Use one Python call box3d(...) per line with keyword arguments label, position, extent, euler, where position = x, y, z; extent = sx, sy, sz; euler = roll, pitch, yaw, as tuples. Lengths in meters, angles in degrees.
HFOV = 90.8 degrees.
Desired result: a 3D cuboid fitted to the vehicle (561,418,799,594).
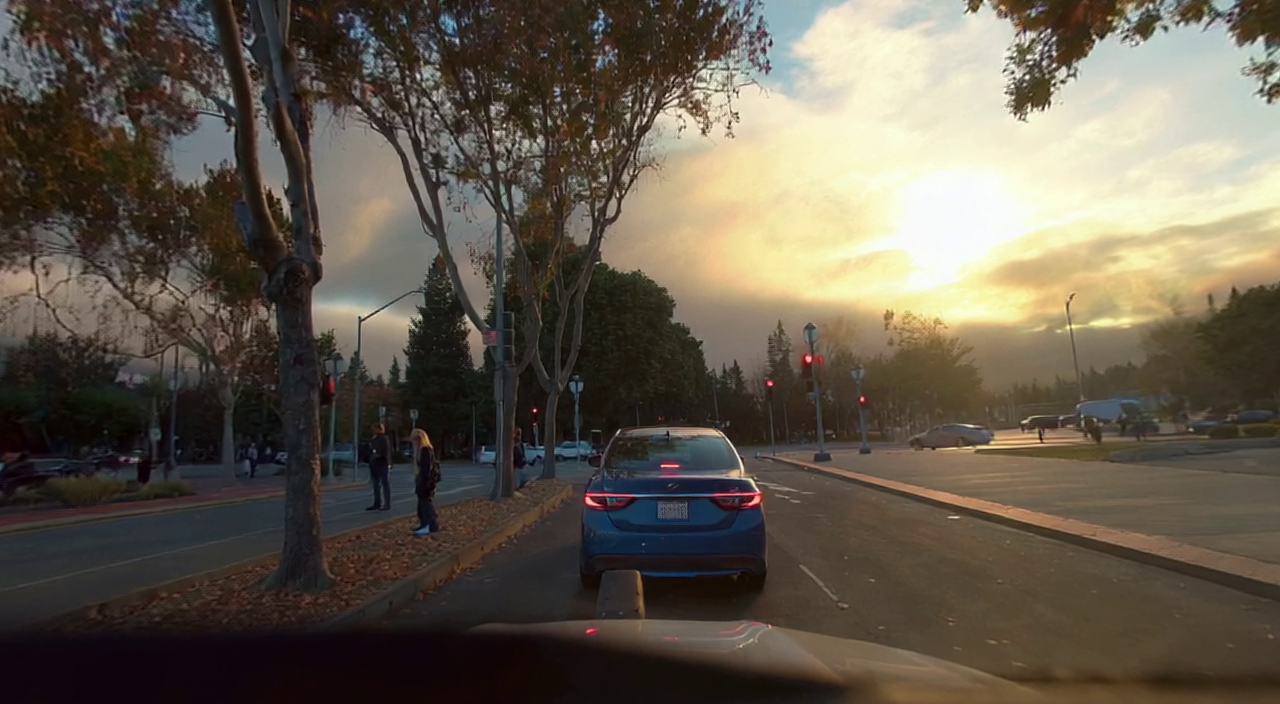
box3d(label="vehicle", position=(0.381, 1.611, 7.406), extent=(2.035, 1.499, 3.799), euler=(0, -8, 1))
